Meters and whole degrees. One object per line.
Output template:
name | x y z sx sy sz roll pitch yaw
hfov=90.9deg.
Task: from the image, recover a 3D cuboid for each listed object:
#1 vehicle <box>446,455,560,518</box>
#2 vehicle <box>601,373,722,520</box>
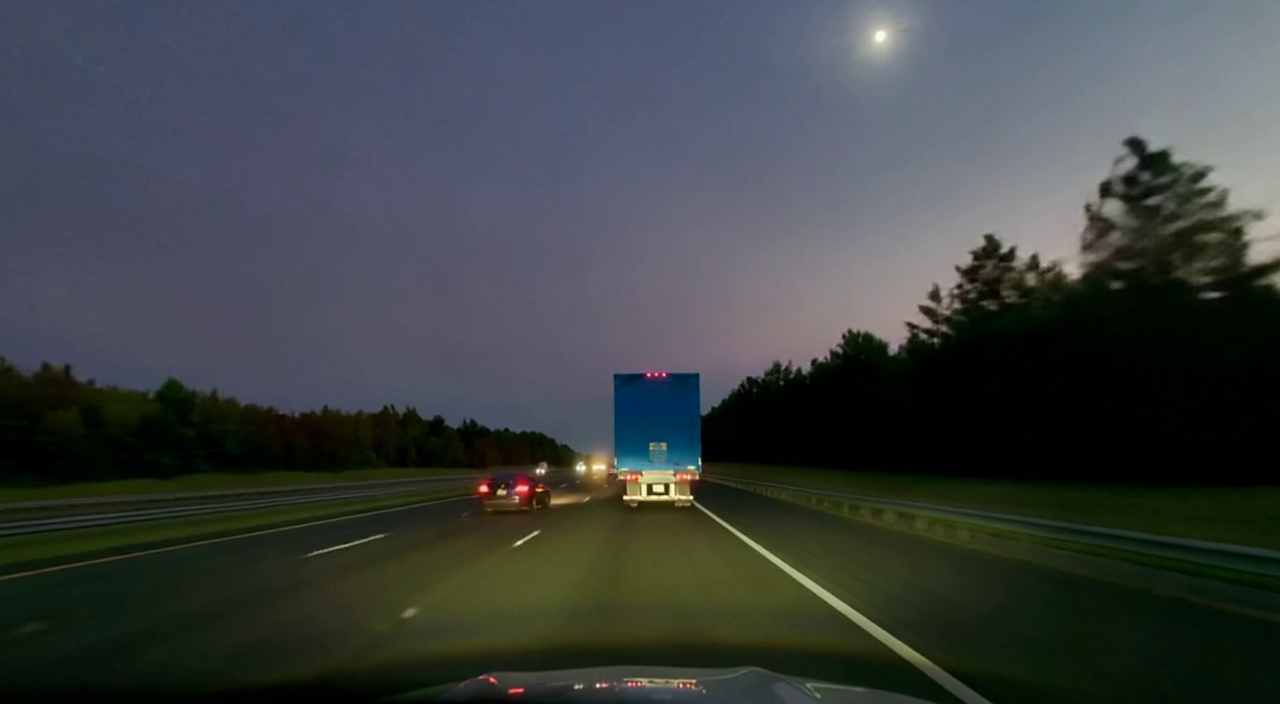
vehicle | -3.668 3.759 17.945 2.079 1.506 4.821 0 -10 1
vehicle | 0.580 3.220 20.748 3.008 3.678 9.512 1 -10 0
